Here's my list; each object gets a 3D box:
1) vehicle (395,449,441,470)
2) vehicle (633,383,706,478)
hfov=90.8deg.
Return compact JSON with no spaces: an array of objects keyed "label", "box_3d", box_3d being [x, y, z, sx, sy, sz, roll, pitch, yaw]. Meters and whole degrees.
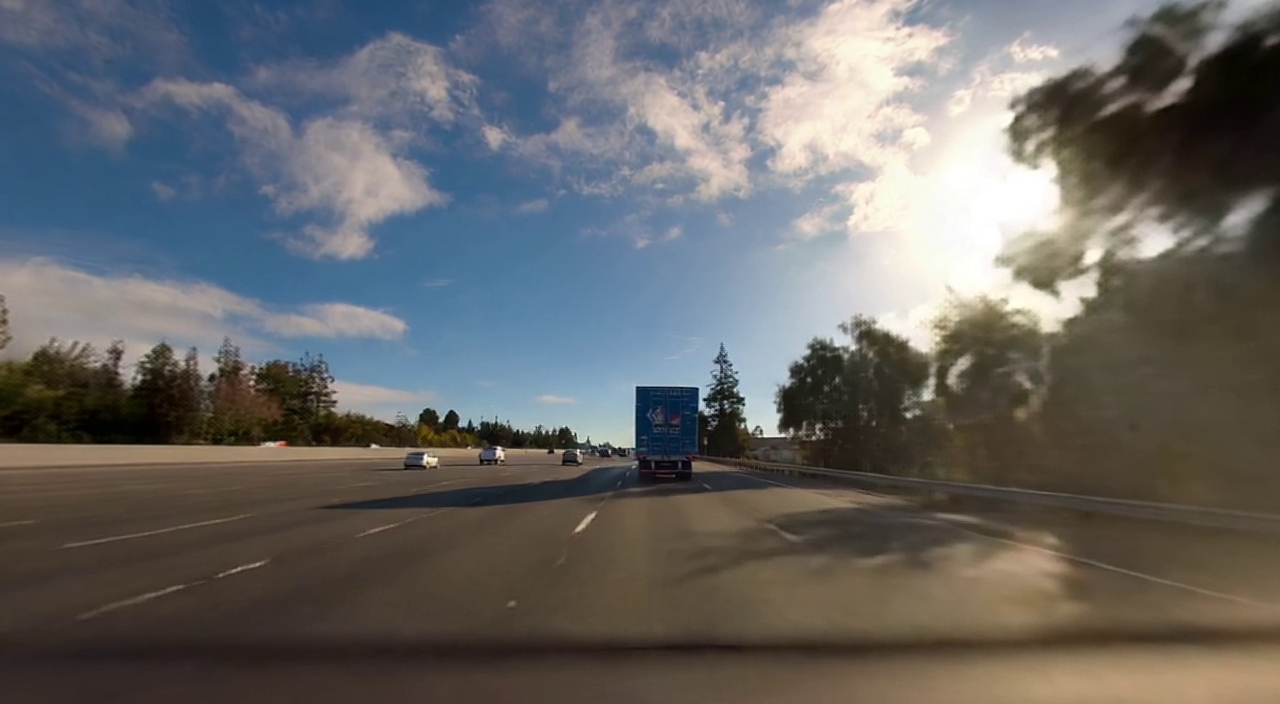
[{"label":"vehicle","box_3d":[-17.051,8.247,48.749,1.901,1.485,4.279,0,-9,1]},{"label":"vehicle","box_3d":[1.235,4.555,35.062,3.140,4.100,15.551,0,-9,0]}]
